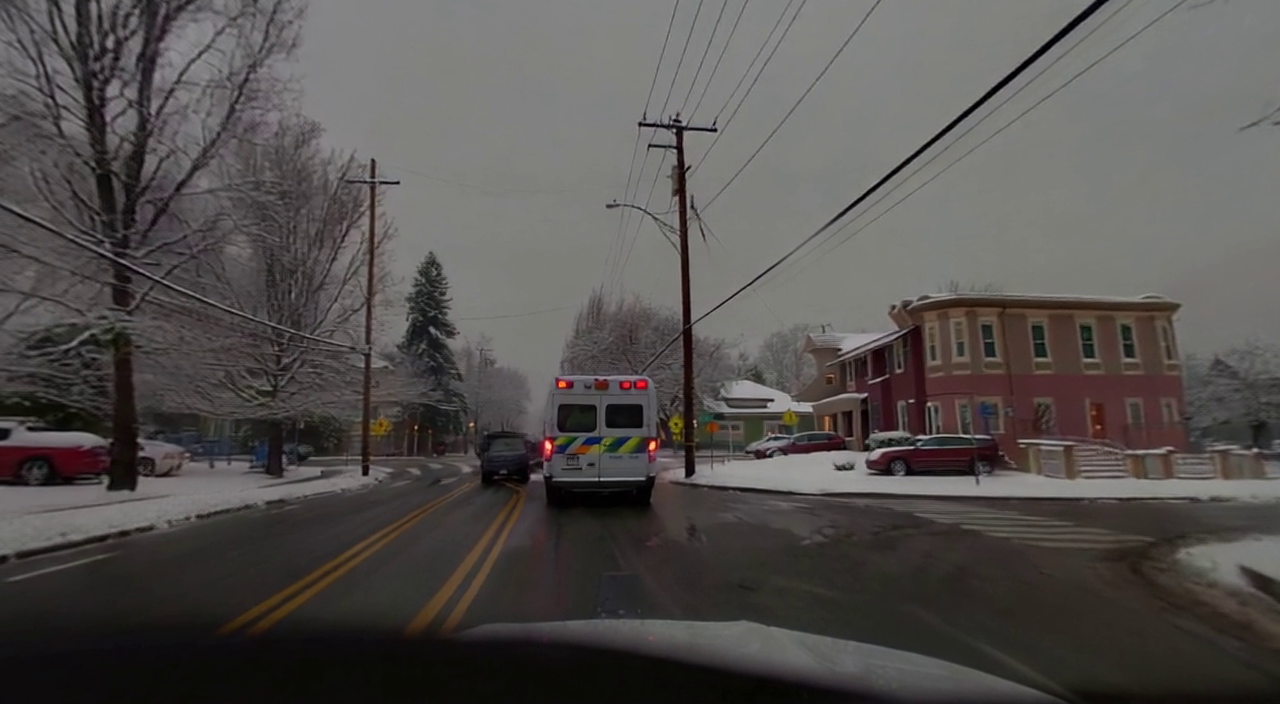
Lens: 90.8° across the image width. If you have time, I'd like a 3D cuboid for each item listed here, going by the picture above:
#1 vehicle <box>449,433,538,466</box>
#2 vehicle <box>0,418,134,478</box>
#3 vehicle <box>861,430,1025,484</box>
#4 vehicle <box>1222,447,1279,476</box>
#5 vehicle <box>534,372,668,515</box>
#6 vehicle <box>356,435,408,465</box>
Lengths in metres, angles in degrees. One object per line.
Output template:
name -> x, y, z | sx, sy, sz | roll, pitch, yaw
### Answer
vehicle -> -8.397, 5.645, 36.486 | 4.502, 1.810, 2.056 | -1, -8, 8
vehicle -> -19.554, 2.973, 19.155 | 5.910, 1.681, 2.579 | 1, -11, -7
vehicle -> 11.767, 4.133, 24.985 | 5.270, 1.966, 2.329 | -1, -8, 8
vehicle -> 37.621, 6.537, 37.895 | 2.114, 1.588, 3.888 | -4, -9, 12
vehicle -> -0.792, 2.081, 14.490 | 2.444, 2.640, 5.482 | 0, -8, -2
vehicle -> -16.686, 6.294, 40.721 | 2.290, 1.776, 4.947 | 5, -10, -30
